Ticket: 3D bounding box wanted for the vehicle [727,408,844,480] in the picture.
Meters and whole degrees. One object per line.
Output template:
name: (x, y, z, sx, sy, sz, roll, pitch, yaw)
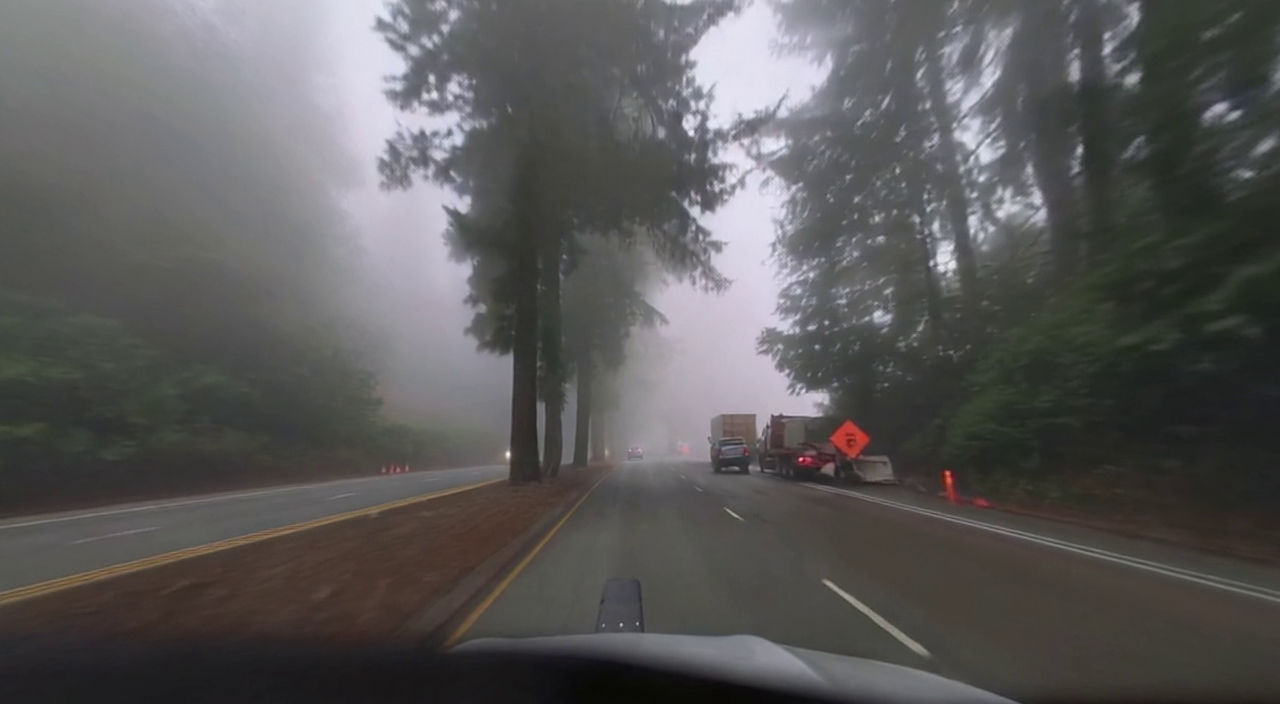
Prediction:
vehicle: (6.388, 4.125, 28.362, 2.390, 2.899, 4.603, 6, -10, -35)
